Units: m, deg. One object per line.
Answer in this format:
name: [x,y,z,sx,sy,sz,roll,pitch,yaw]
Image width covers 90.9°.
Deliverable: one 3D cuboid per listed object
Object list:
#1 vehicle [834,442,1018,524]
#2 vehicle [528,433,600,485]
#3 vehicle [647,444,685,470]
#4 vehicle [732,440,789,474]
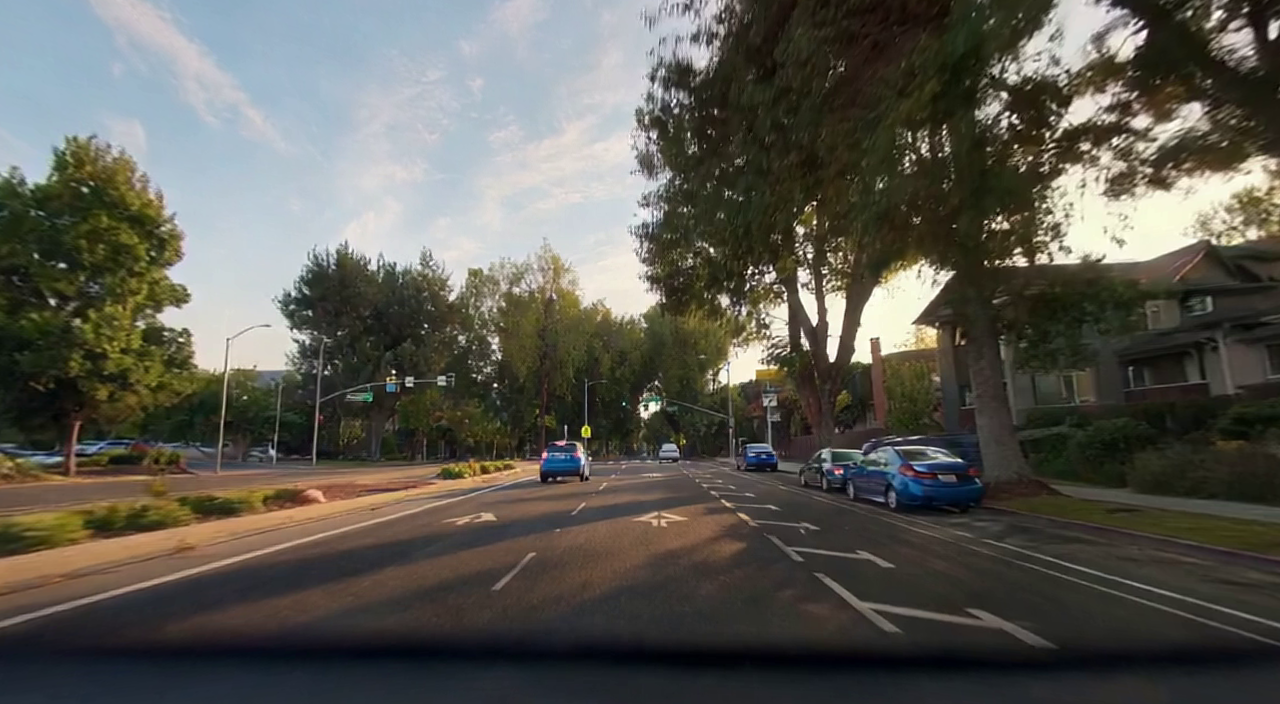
vehicle: [6.071,2.802,14.235,1.871,1.485,5.074,0,-9,1]
vehicle: [-2.853,4.131,24.647,2.150,1.812,4.423,0,-8,2]
vehicle: [1.513,6.289,37.956,2.075,1.480,3.920,0,-8,0]
vehicle: [6.488,5.705,34.504,2.038,1.687,4.985,0,-8,-2]
